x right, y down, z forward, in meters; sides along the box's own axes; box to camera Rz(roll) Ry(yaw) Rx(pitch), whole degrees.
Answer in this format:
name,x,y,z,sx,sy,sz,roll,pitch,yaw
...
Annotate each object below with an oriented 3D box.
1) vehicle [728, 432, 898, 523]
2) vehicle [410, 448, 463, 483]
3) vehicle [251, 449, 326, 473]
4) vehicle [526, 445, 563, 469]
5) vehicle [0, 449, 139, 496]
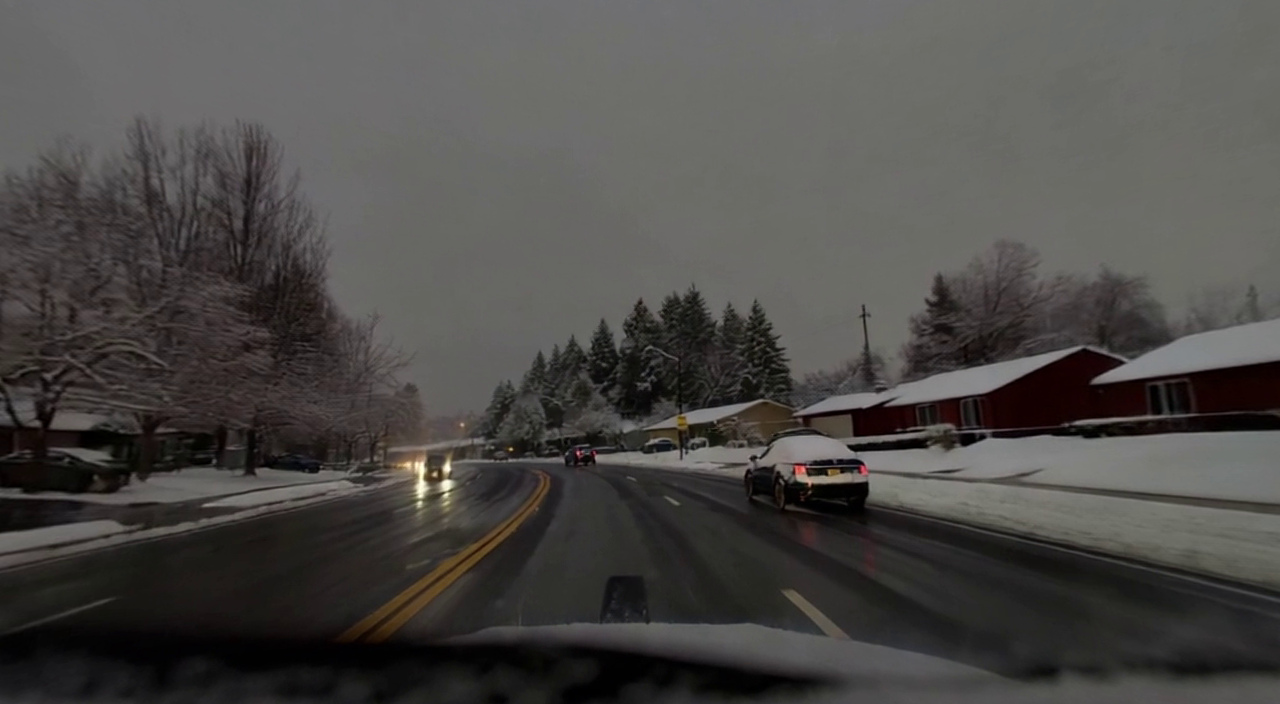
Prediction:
name,x,y,z,sx,sy,sz,roll,pitch,yaw
vehicle,3.240,2.440,12.837,1.934,1.506,4.282,0,-9,-5
vehicle,-10.738,5.971,33.582,2.091,1.700,4.438,1,-9,-11
vehicle,-26.063,8.029,46.796,4.477,1.631,1.893,8,-12,-43
vehicle,-7.104,7.722,46.591,2.106,1.667,4.367,2,-9,-16
vehicle,-20.757,4.226,22.180,4.670,1.533,1.904,-1,-9,3
